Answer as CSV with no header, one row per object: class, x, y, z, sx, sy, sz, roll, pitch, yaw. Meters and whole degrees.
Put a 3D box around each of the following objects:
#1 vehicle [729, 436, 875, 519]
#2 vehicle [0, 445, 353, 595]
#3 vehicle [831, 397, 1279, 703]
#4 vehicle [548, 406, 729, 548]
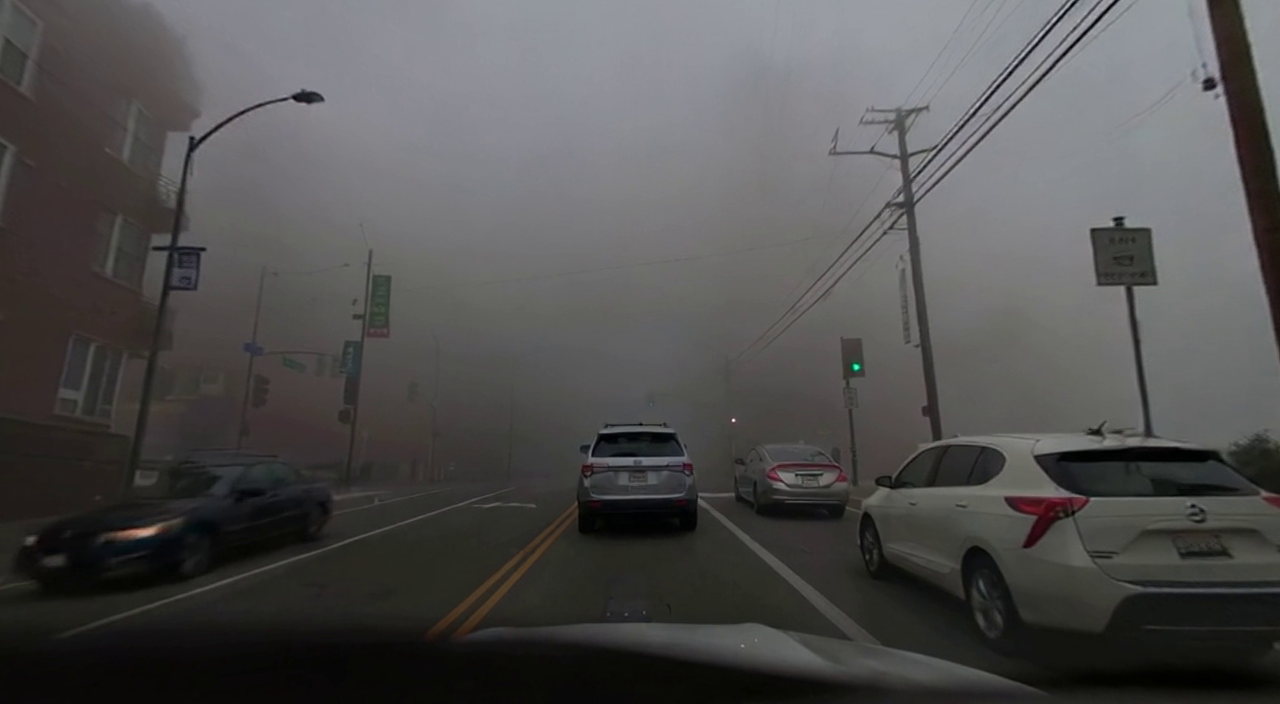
vehicle,3.178,2.545,13.356,1.970,1.452,4.227,0,-8,0
vehicle,-6.034,2.085,8.788,2.014,1.538,4.275,0,-8,1
vehicle,3.203,1.317,5.270,1.906,1.578,4.020,0,-8,-1
vehicle,-0.064,1.845,9.895,2.232,1.736,4.036,0,-8,-1
